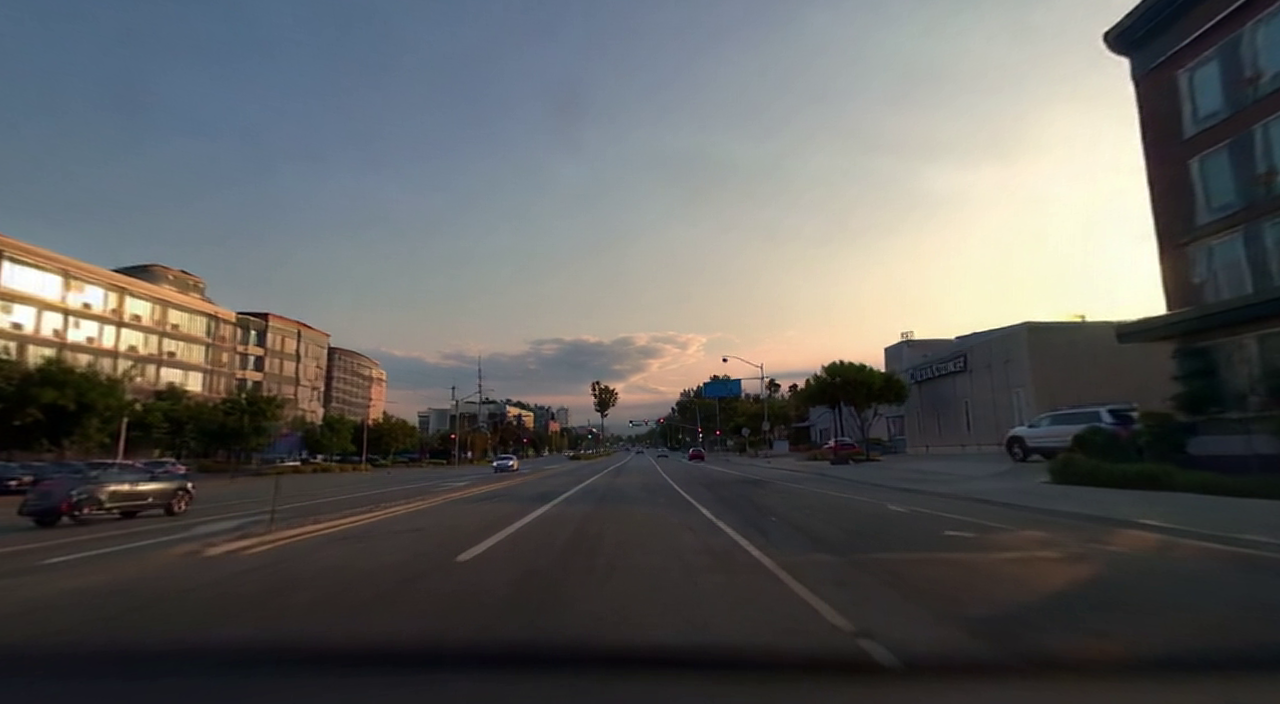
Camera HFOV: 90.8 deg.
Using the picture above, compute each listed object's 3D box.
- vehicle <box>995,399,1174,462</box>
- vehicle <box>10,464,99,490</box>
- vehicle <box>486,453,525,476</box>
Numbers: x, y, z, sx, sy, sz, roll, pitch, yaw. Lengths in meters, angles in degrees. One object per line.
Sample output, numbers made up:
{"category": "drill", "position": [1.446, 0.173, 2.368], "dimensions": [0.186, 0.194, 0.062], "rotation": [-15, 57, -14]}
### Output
{"category": "vehicle", "position": [16.651, 3.056, 24.250], "dimensions": [2.228, 2.098, 5.872], "rotation": [0, -8, -4]}
{"category": "vehicle", "position": [-41.479, 8.829, 44.817], "dimensions": [4.377, 1.711, 1.930], "rotation": [0, -8, 1]}
{"category": "vehicle", "position": [-9.776, 8.188, 46.246], "dimensions": [1.893, 1.525, 4.237], "rotation": [0, -8, 1]}
